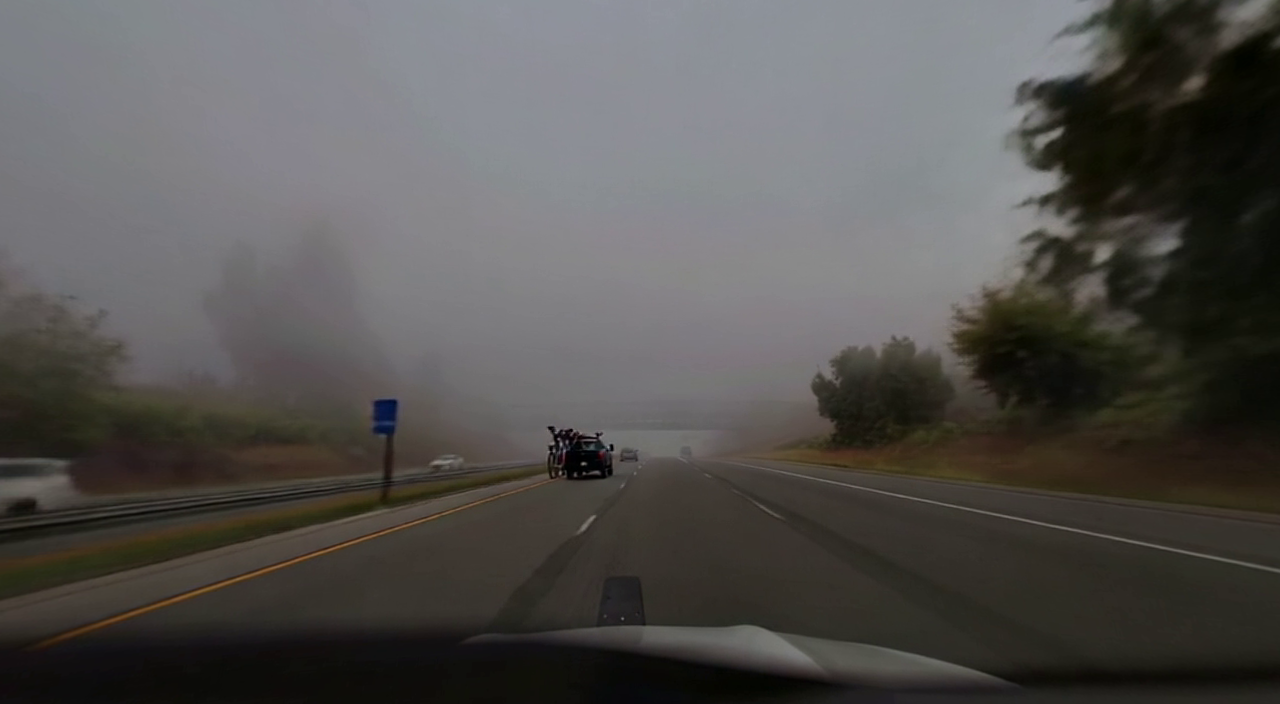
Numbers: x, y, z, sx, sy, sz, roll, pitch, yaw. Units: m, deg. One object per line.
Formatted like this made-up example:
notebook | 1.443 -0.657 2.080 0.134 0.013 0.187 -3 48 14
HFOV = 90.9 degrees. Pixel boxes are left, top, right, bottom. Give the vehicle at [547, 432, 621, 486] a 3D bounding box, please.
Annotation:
vehicle | -2.108 4.293 25.523 2.369 1.948 5.343 0 -9 2
